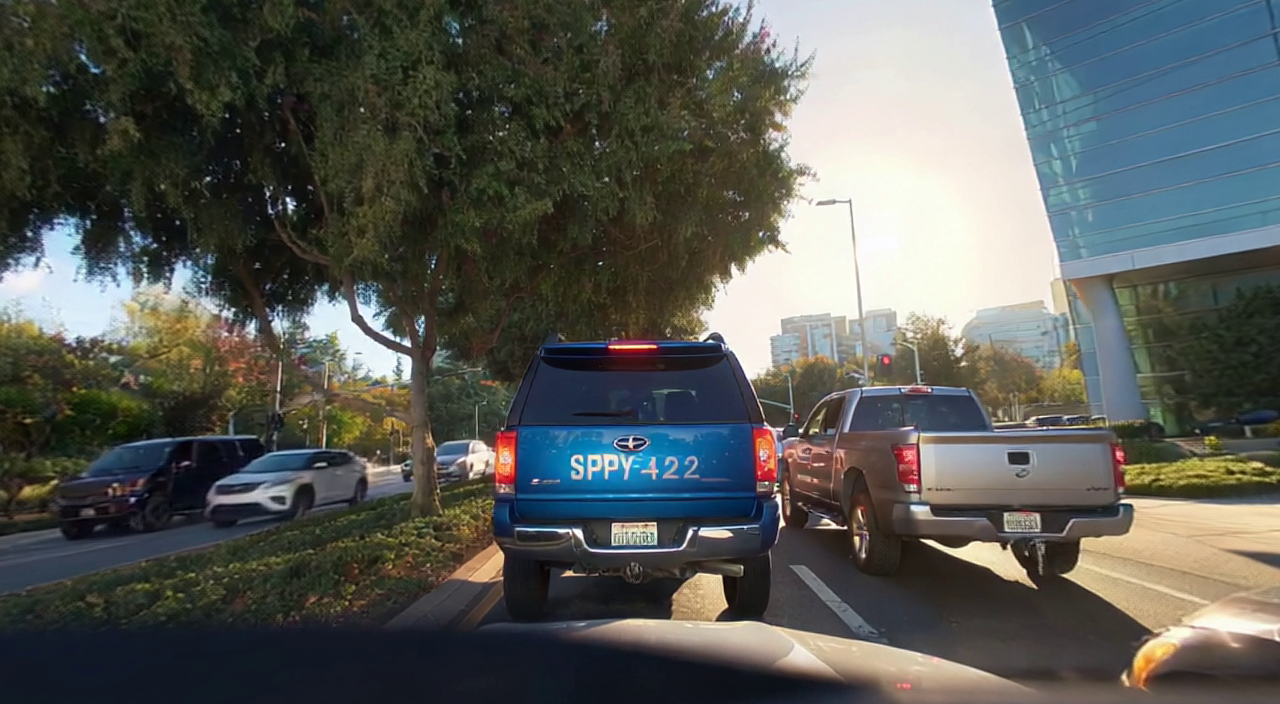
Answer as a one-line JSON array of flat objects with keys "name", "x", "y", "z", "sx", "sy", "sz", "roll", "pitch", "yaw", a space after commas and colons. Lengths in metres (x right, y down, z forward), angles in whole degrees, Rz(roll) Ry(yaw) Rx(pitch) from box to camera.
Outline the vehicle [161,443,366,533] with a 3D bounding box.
[{"name": "vehicle", "x": -9.011, "y": 3.225, "z": 15.772, "sx": 2.128, "sy": 1.868, "sz": 4.863, "roll": 0, "pitch": -8, "yaw": 0}]

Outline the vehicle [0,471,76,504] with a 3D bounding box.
[{"name": "vehicle", "x": -37.606, "y": 8.253, "z": 38.233, "sx": 1.782, "sy": 1.637, "sz": 4.728, "roll": -8, "pitch": -9, "yaw": 19}]

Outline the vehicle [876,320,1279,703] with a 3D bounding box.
[{"name": "vehicle", "x": 3.075, "y": 0.987, "z": 3.466, "sx": 2.022, "sy": 1.700, "sz": 4.410, "roll": 0, "pitch": -8, "yaw": 3}]

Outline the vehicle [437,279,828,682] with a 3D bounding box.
[{"name": "vehicle", "x": 0.013, "y": 1.042, "z": 5.979, "sx": 2.267, "sy": 2.372, "sz": 4.366, "roll": 0, "pitch": -8, "yaw": 2}]

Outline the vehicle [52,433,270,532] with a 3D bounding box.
[{"name": "vehicle", "x": -16.069, "y": 4.342, "z": 21.896, "sx": 2.741, "sy": 2.730, "sz": 6.221, "roll": -4, "pitch": -8, "yaw": 0}]
